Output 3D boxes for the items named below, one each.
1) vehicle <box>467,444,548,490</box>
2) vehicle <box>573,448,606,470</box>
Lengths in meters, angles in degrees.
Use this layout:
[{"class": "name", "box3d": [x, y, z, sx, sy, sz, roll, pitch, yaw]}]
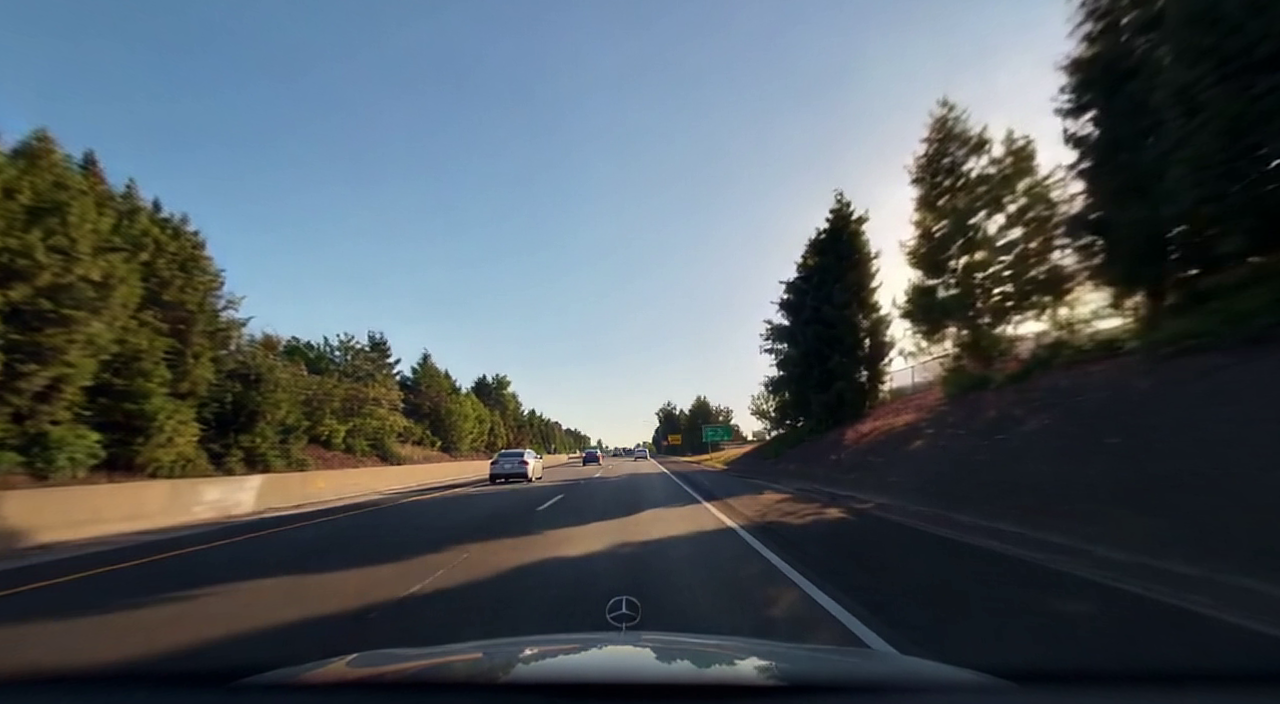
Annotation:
[{"class": "vehicle", "box3d": [-4.724, 4.176, 23.159, 1.975, 1.501, 4.603, 0, -9, 0]}, {"class": "vehicle", "box3d": [-3.490, 7.521, 44.384, 2.005, 1.474, 3.921, 0, -9, 0]}]
